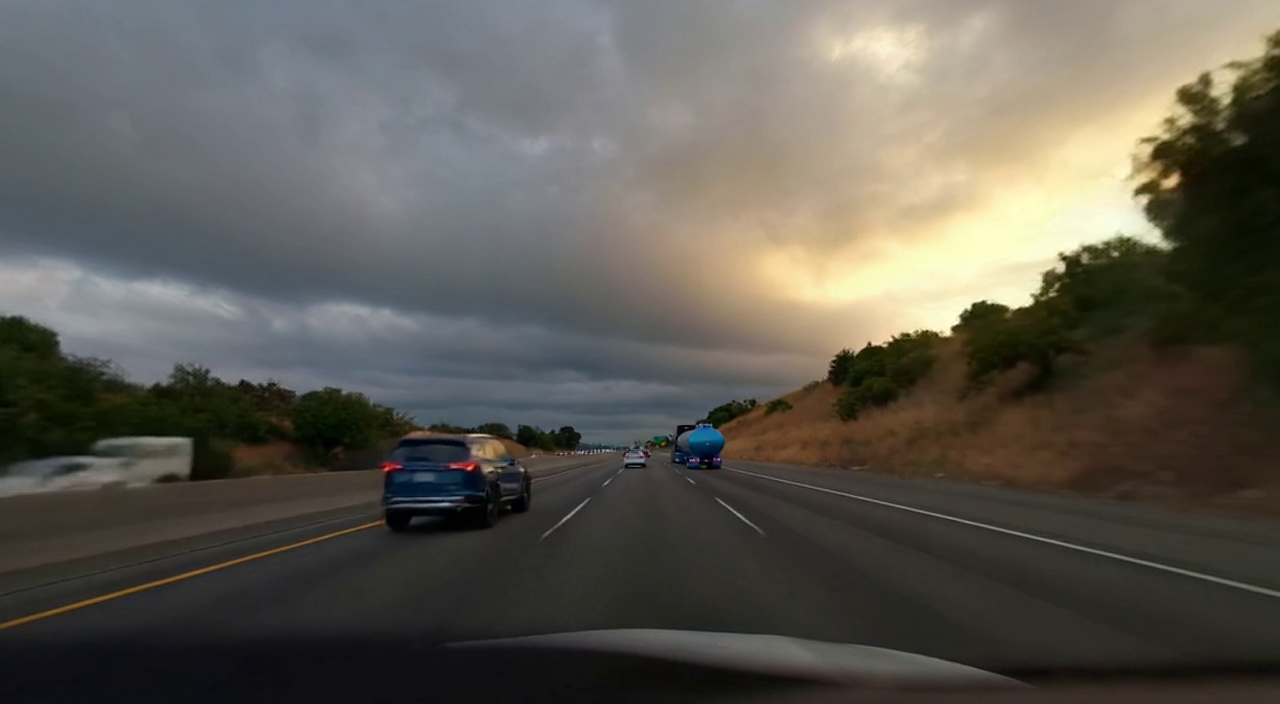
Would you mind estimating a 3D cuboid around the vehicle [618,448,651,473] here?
[{"bbox_3d":[-0.332,7.005,40.921,2.013,1.498,3.908,0,-9,0],"label":"vehicle"}]

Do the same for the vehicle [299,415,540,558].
[{"bbox_3d":[-3.196,2.079,10.468,2.258,1.805,4.665,0,-9,1],"label":"vehicle"}]

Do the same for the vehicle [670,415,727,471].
[{"bbox_3d":[4.130,6.978,48.096,2.889,3.606,13.832,0,-9,-1],"label":"vehicle"}]
